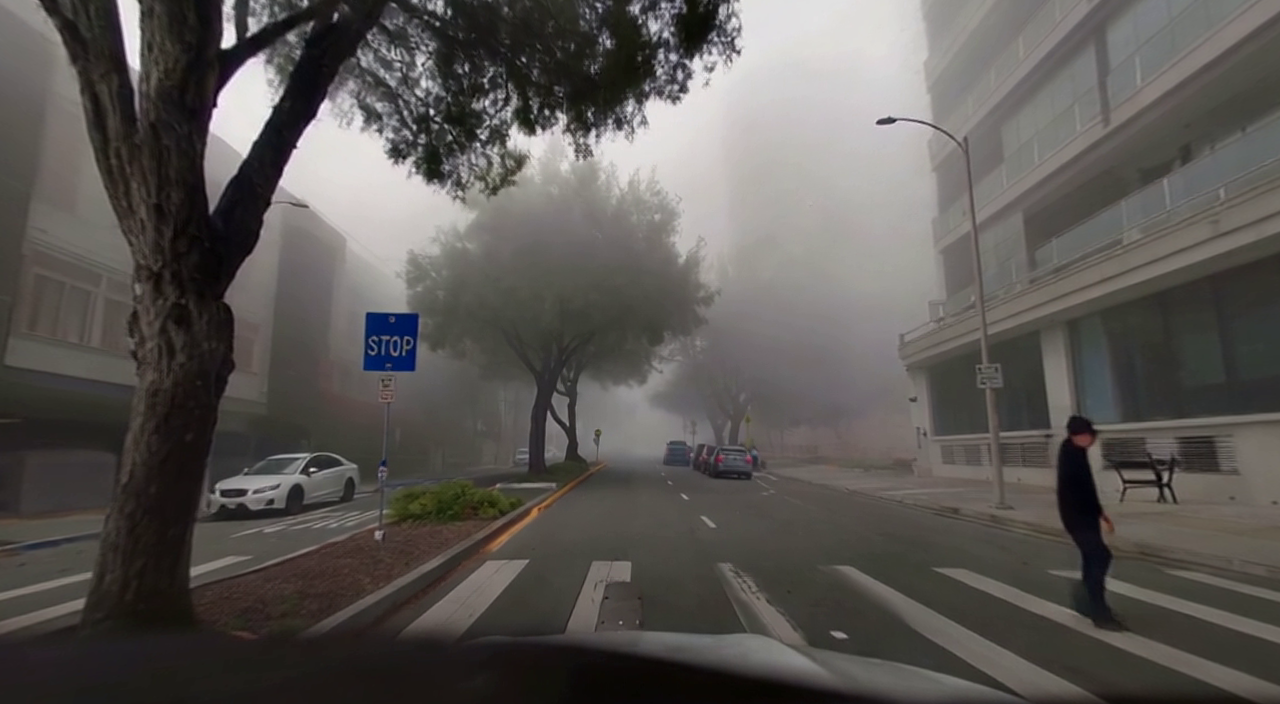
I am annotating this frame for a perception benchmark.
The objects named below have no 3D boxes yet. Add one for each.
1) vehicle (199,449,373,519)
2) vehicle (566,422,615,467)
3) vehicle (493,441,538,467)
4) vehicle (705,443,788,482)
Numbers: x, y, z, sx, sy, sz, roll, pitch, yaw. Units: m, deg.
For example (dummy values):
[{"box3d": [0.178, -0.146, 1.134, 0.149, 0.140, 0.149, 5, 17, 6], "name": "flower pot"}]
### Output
[{"box3d": [-8.794, 3.274, 16.254, 2.007, 1.503, 4.343, 0, -8, -1], "name": "vehicle"}, {"box3d": [-2.989, 5.805, 39.832, 2.317, 2.596, 6.053, 0, -8, 3], "name": "vehicle"}, {"box3d": [-8.870, 7.288, 45.290, 2.256, 1.802, 4.333, 0, -8, 2], "name": "vehicle"}, {"box3d": [4.584, 4.597, 26.701, 1.858, 1.491, 4.329, -5, -10, 33], "name": "vehicle"}]
